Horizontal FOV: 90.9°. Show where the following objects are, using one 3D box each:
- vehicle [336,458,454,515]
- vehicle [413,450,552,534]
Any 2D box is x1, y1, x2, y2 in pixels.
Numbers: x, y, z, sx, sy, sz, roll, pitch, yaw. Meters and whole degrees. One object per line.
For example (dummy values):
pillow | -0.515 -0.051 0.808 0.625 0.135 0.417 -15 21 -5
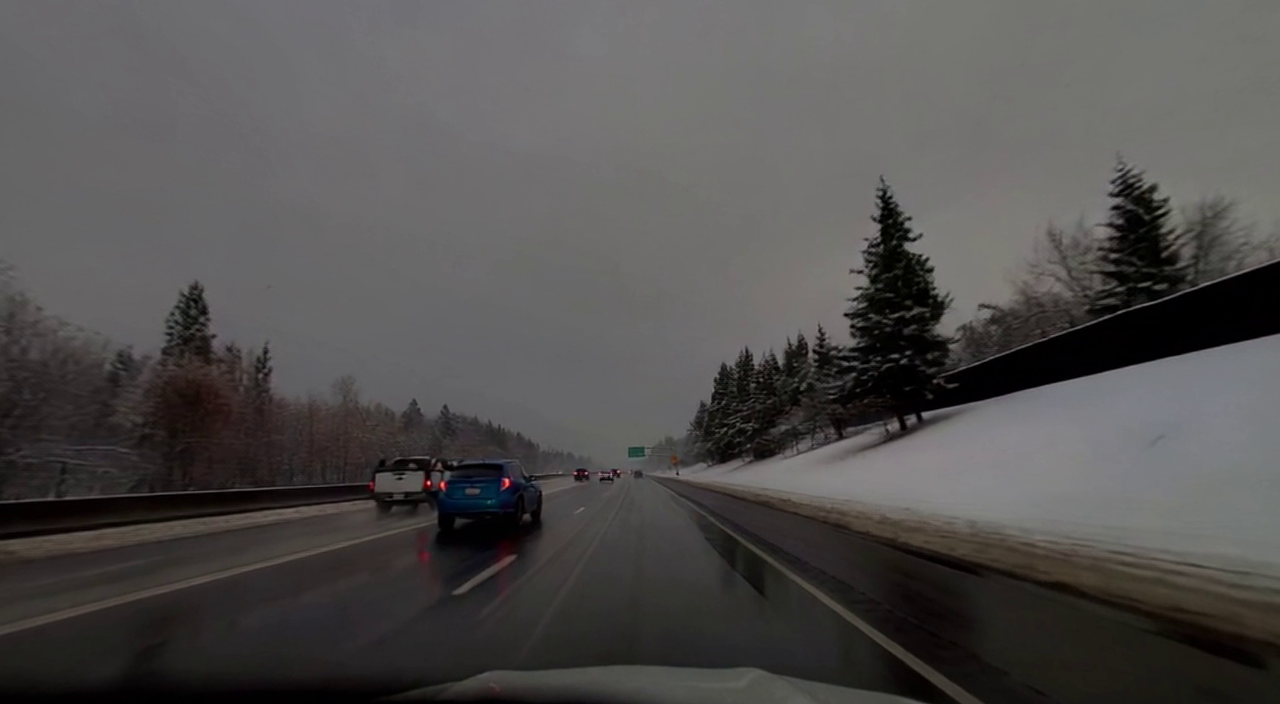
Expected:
vehicle | -7.662 4.258 20.221 2.037 1.593 4.151 1 -10 1
vehicle | -3.583 3.319 15.392 2.173 1.696 4.462 1 -10 1
